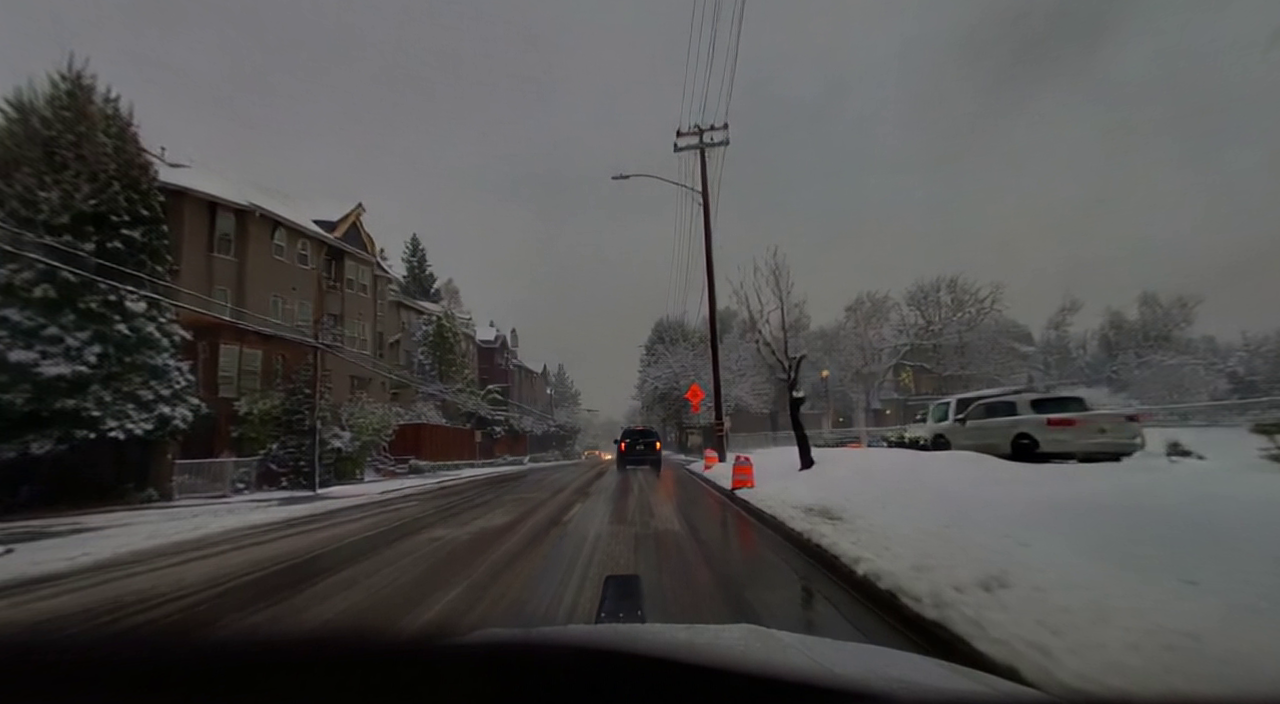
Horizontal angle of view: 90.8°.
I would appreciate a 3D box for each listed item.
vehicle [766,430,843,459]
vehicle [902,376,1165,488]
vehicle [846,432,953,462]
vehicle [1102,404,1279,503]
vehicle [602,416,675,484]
[{"bbox_3d":[9.497,5.371,36.593,3.835,1.584,1.893,1,-8,-8],"label":"vehicle"},{"bbox_3d":[9.582,2.236,16.534,2.253,2.306,6.753,-1,-10,-2],"label":"vehicle"},{"bbox_3d":[13.014,4.803,31.936,4.567,1.448,1.890,-1,-8,7],"label":"vehicle"},{"bbox_3d":[10.582,1.888,11.415,1.698,1.548,2.969,2,-13,-20],"label":"vehicle"},{"bbox_3d":[-0.111,3.315,21.470,2.169,2.015,5.206,0,-9,-1],"label":"vehicle"}]
